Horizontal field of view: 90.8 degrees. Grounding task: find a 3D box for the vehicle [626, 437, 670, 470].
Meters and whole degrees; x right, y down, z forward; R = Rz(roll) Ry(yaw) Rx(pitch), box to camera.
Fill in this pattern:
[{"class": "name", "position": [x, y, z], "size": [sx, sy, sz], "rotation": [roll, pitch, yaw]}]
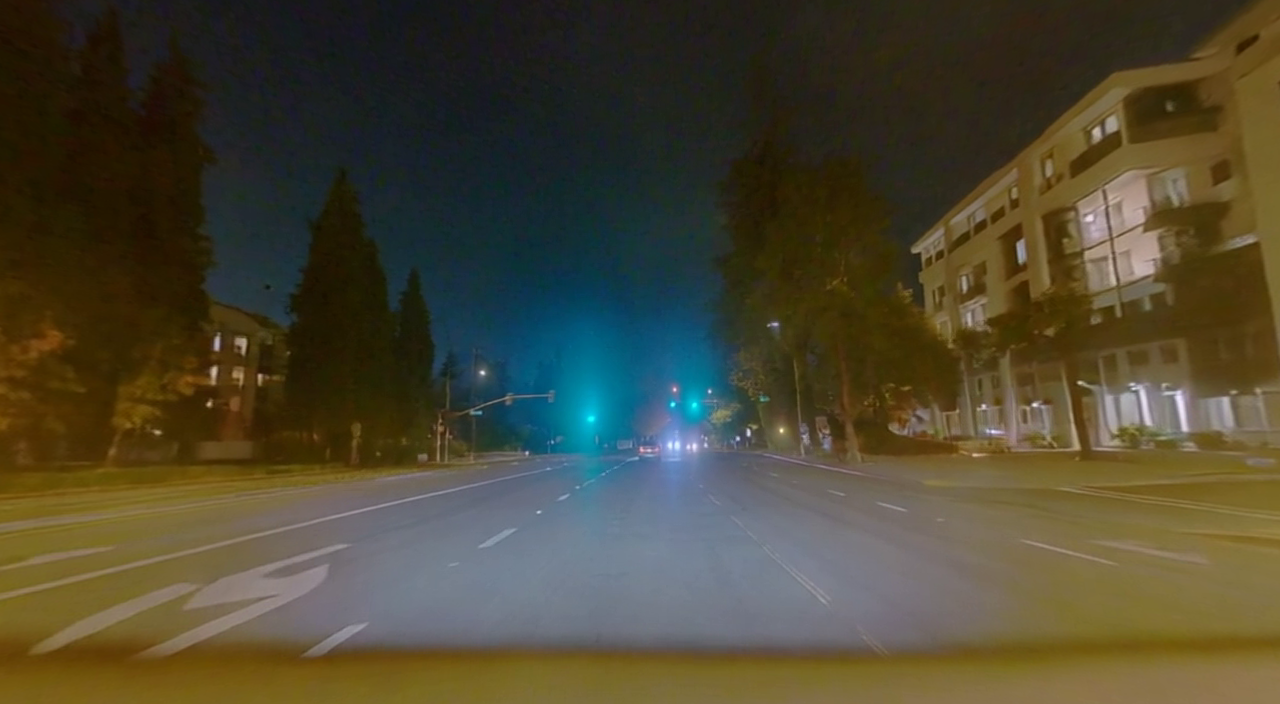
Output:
[{"class": "vehicle", "position": [0.471, 5.140, 32.147], "size": [2.037, 1.568, 3.693], "rotation": [-1, -8, 4]}]
